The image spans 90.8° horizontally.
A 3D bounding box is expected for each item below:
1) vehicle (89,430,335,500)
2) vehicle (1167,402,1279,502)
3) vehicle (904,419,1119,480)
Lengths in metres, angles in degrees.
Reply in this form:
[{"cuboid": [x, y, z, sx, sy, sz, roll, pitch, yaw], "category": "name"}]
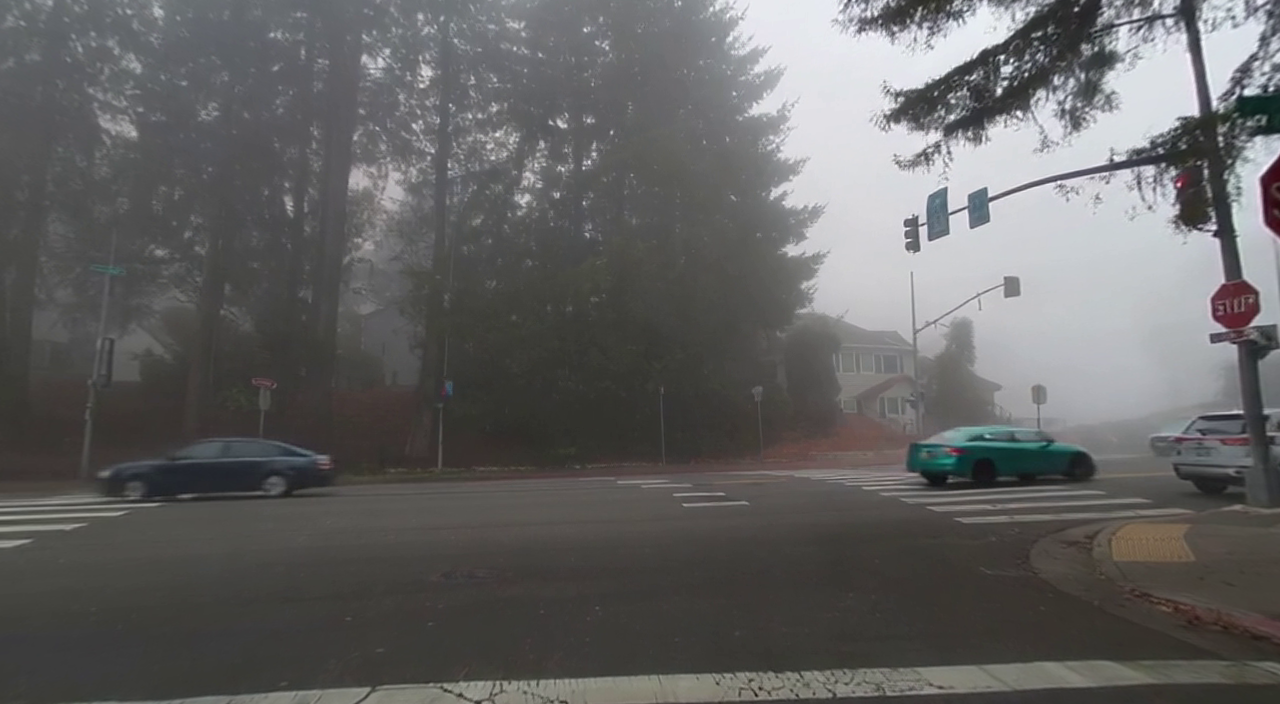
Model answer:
[{"cuboid": [-9.944, 2.648, 15.202, 4.548, 1.469, 1.864, 3, -9, -23], "category": "vehicle"}, {"cuboid": [12.785, 1.856, 11.856, 4.208, 1.685, 2.014, 1, -8, -8], "category": "vehicle"}, {"cuboid": [9.842, 2.570, 16.843, 4.990, 1.454, 1.875, 2, -9, -15], "category": "vehicle"}]
